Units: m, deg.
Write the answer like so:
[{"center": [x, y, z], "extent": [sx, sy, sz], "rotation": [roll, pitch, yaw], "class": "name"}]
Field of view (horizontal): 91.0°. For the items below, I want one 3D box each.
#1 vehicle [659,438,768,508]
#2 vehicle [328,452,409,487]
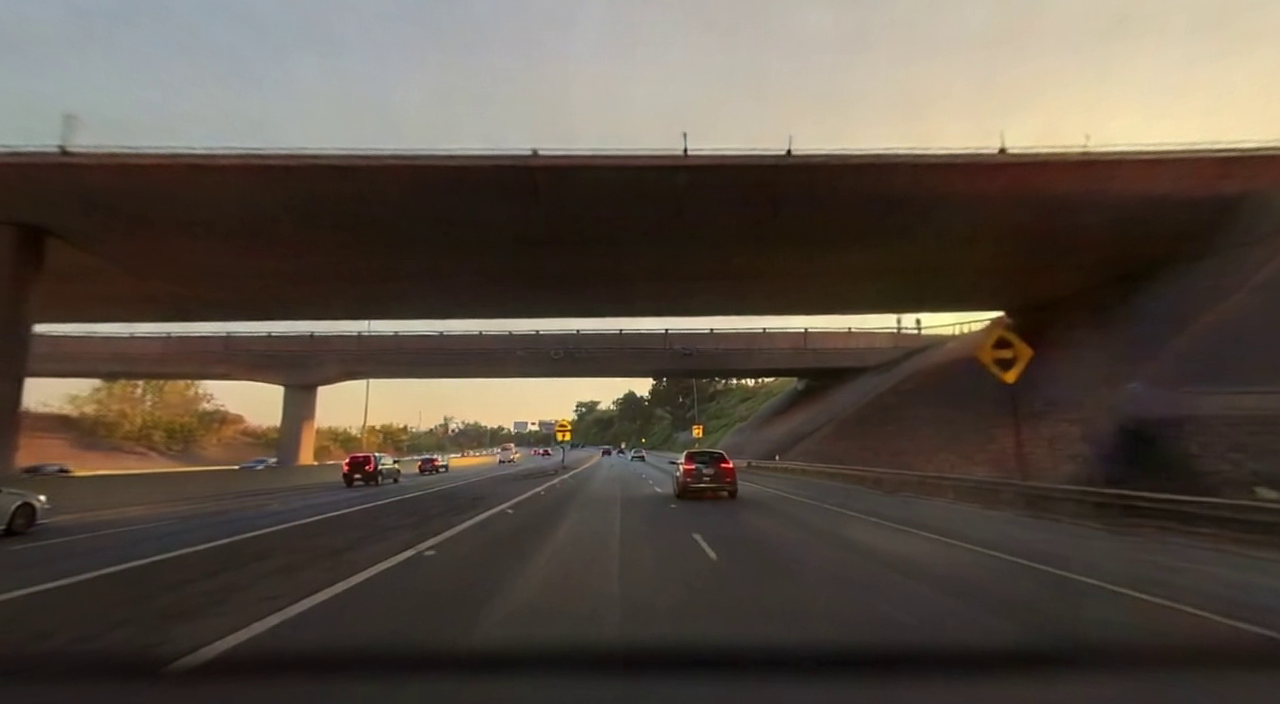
[{"center": [1.700, 3.026, 16.215], "extent": [2.079, 1.535, 4.316], "rotation": [1, -9, -3], "class": "vehicle"}, {"center": [-13.286, 5.750, 31.166], "extent": [2.072, 1.545, 4.687], "rotation": [1, -9, -3], "class": "vehicle"}]
